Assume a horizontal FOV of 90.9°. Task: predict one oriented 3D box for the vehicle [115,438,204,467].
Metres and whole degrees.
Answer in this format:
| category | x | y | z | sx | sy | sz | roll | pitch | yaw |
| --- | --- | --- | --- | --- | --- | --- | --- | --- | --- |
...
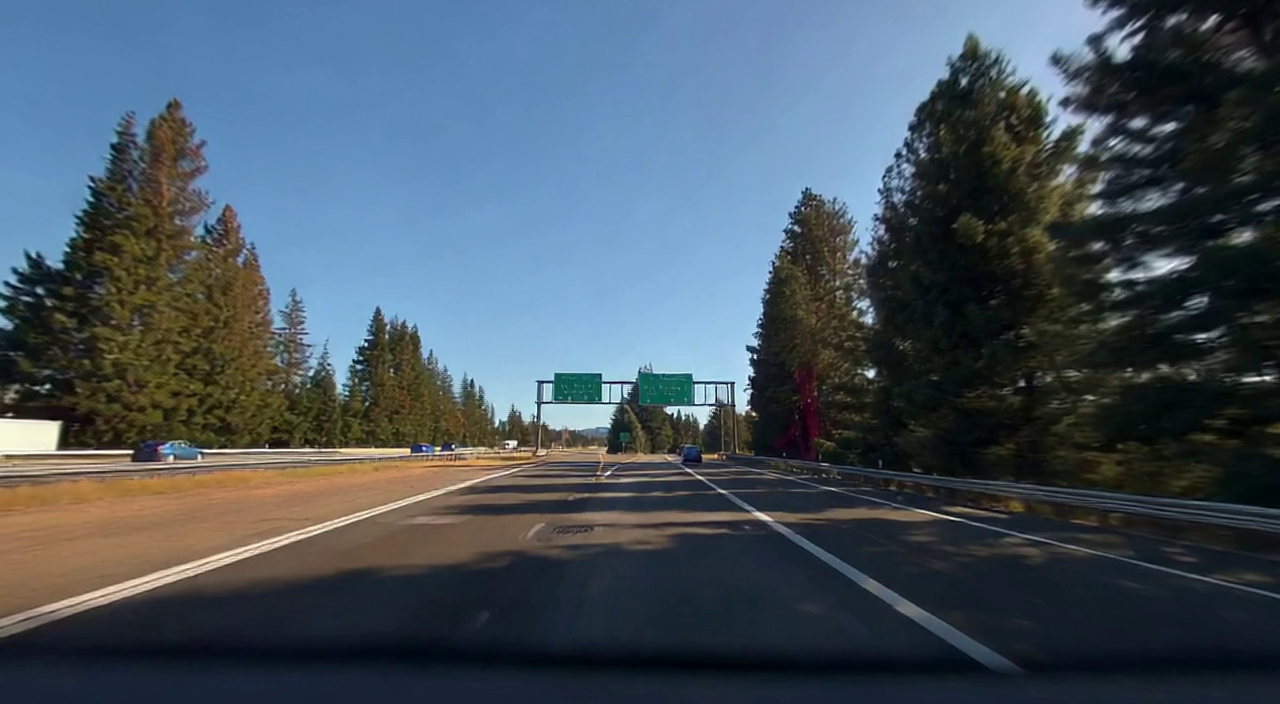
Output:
| category | x | y | z | sx | sy | sz | roll | pitch | yaw |
| --- | --- | --- | --- | --- | --- | --- | --- | --- | --- |
| vehicle | -31.847 | 6.656 | 42.043 | 2.168 | 1.824 | 4.932 | 0 | -8 | -2 |
